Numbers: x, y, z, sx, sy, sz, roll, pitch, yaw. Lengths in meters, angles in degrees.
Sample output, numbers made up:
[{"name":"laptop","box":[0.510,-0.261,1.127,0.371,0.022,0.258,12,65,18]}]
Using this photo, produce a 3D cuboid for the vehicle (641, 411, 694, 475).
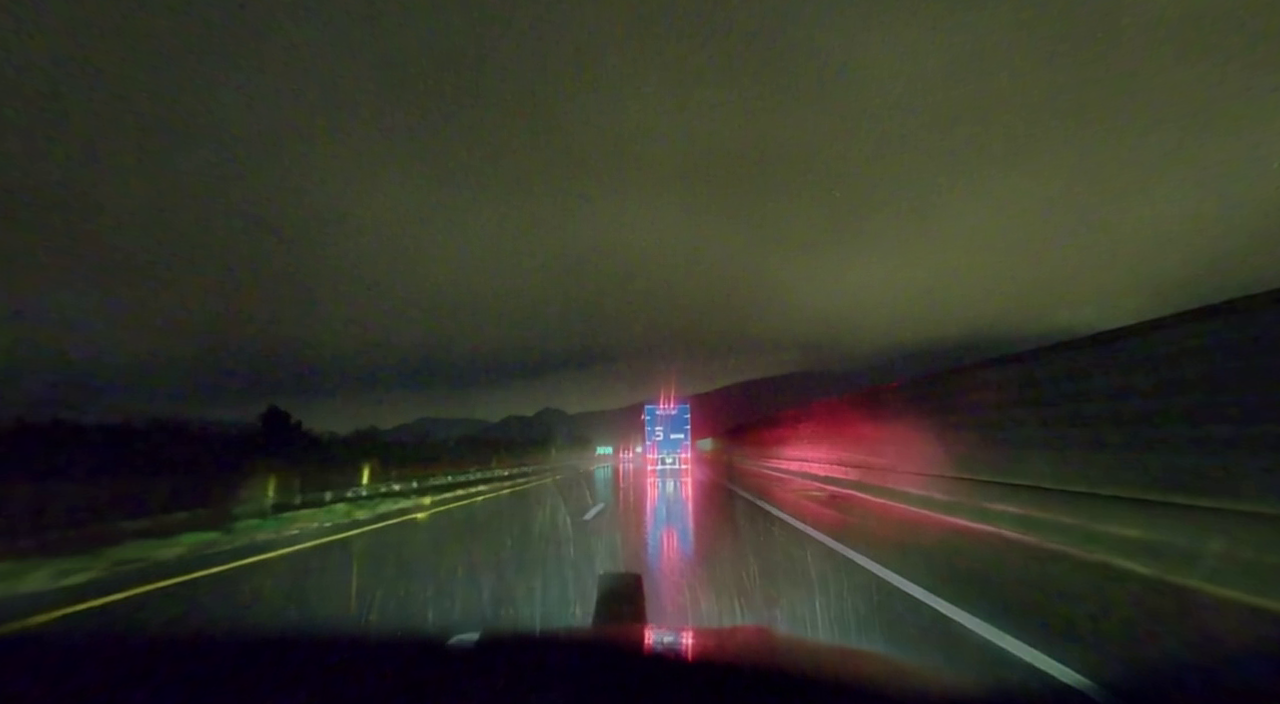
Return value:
[{"name":"vehicle","box":[1.713,6.221,42.577,3.107,3.718,10.231,0,-9,1]}]
